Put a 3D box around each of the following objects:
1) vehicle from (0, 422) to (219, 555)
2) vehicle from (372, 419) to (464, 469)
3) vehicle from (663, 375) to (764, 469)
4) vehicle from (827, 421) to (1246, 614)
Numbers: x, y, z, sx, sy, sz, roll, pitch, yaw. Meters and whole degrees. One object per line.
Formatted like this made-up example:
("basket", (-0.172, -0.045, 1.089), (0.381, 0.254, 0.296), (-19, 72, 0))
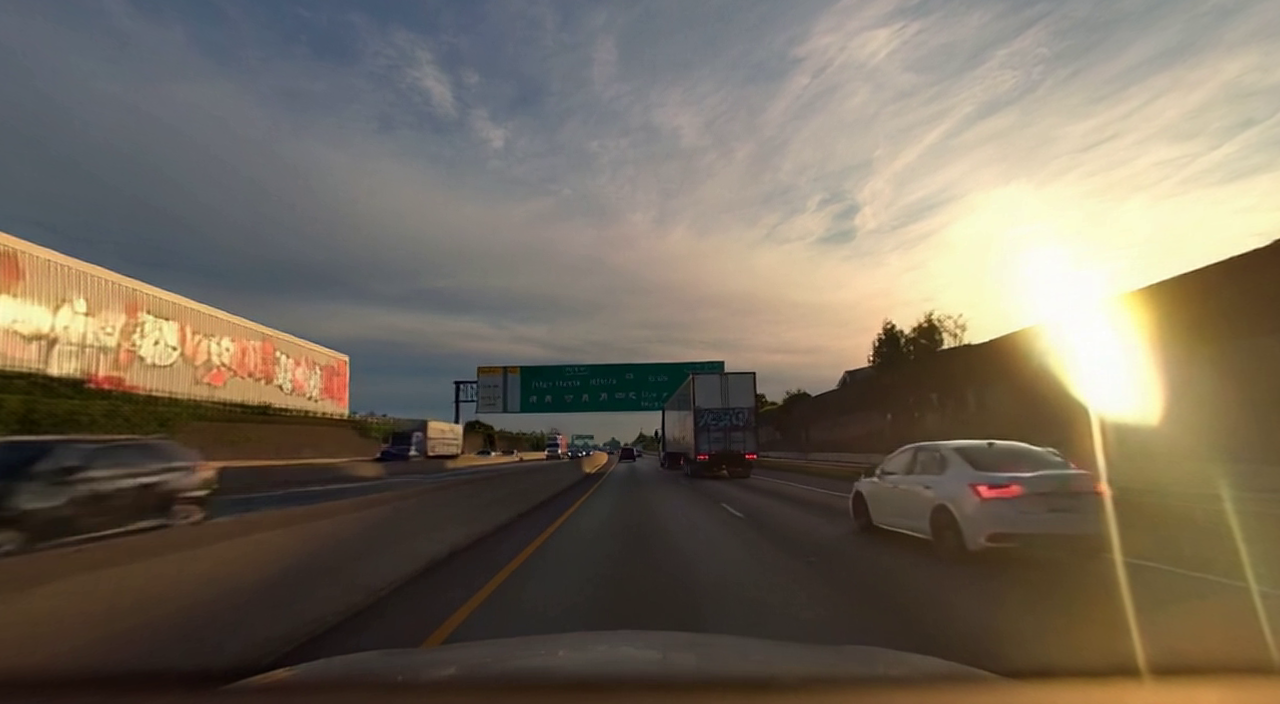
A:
("vehicle", (-8.327, 1.844, 8.916), (1.892, 1.508, 3.980), (0, -9, 0))
("vehicle", (-16.834, 7.188, 48.671), (3.471, 3.416, 11.022), (1, -9, -2))
("vehicle", (3.672, 4.574, 37.624), (3.317, 4.314, 17.803), (0, -9, -2))
("vehicle", (3.999, 1.730, 7.537), (2.085, 1.588, 4.436), (0, -9, -1))
